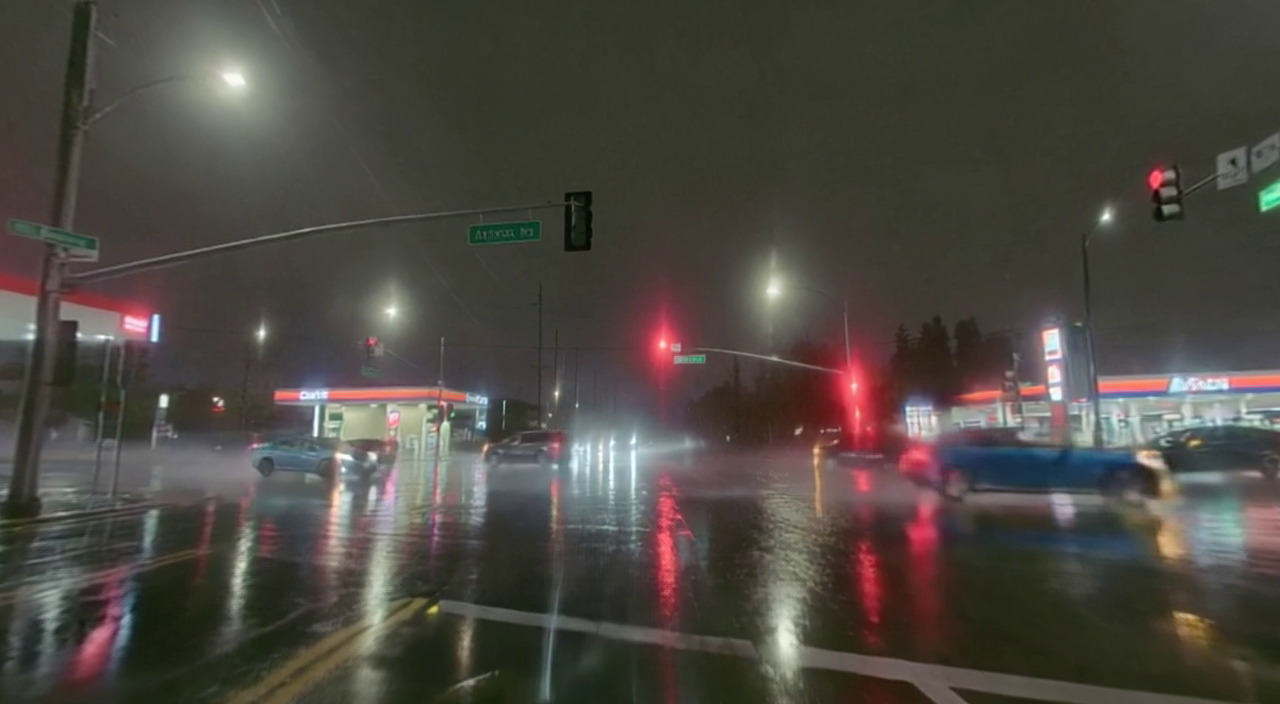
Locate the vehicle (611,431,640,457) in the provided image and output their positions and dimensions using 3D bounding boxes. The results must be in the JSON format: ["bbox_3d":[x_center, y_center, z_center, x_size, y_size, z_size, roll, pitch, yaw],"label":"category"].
[{"bbox_3d":[-1.134,6.874,47.070,2.083,1.764,5.011,0,-8,-3],"label":"vehicle"}]

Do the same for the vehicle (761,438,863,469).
[{"bbox_3d":[8.572,5.098,31.900,1.831,1.467,4.792,6,-10,-36],"label":"vehicle"}]

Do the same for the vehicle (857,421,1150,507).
[{"bbox_3d":[7.158,2.252,12.996,4.806,1.482,1.862,-5,-9,27],"label":"vehicle"}]

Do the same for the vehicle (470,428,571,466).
[{"bbox_3d":[-5.710,4.528,30.177,4.562,1.676,1.819,-5,-9,27],"label":"vehicle"}]

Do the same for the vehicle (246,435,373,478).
[{"bbox_3d":[-12.461,3.902,23.754,4.670,1.458,1.959,-5,-10,30],"label":"vehicle"}]

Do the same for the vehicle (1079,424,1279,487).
[{"bbox_3d":[14.673,2.713,16.692,4.681,1.495,2.096,-4,-9,26],"label":"vehicle"}]

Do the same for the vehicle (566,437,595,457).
[{"bbox_3d":[-4.595,7.387,49.168,2.003,1.481,4.091,0,-8,-2],"label":"vehicle"}]

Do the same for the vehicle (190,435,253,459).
[{"bbox_3d":[-31.377,7.155,47.335,4.433,1.717,1.839,-5,-9,27],"label":"vehicle"}]
